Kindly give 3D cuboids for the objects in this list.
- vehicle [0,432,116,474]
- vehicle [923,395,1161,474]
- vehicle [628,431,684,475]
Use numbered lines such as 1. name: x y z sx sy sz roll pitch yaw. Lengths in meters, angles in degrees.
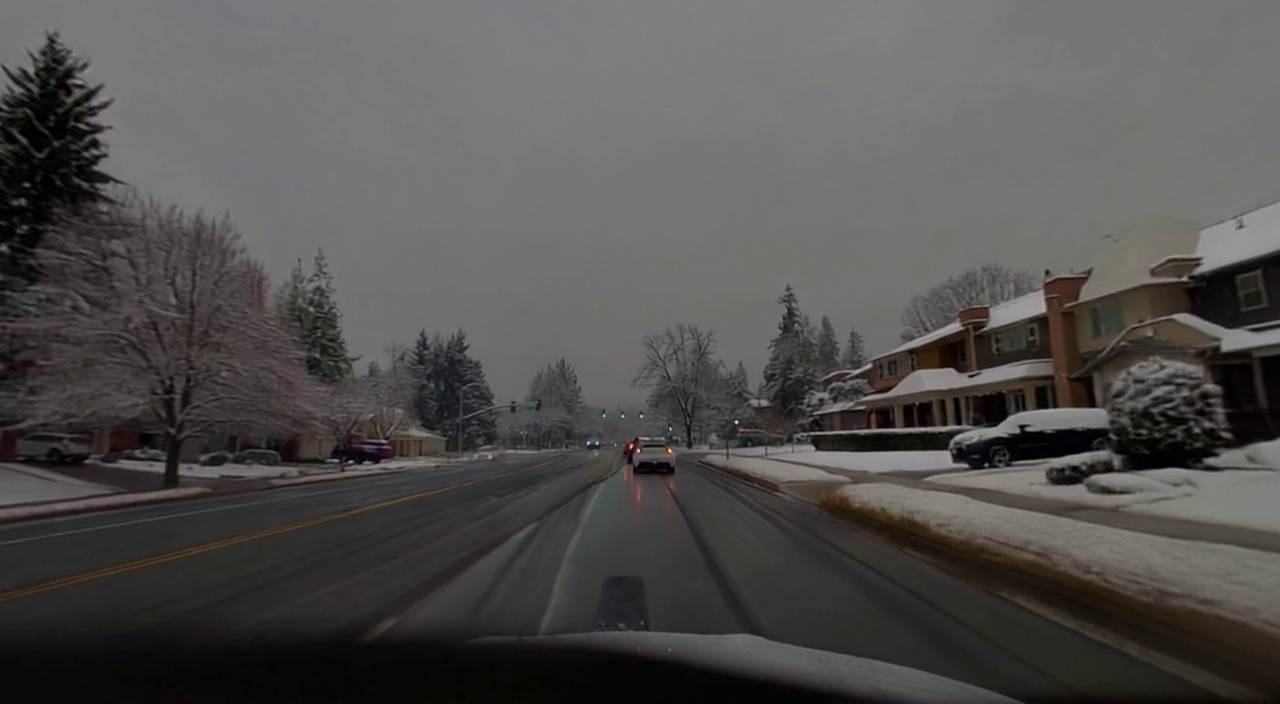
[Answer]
1. vehicle: -28.443 4.876 30.596 5.100 1.864 2.490 -4 -9 25
2. vehicle: 10.235 2.145 16.361 4.746 1.485 1.916 -6 -8 0
3. vehicle: 0.617 4.053 25.342 2.088 1.607 3.903 0 -9 1
